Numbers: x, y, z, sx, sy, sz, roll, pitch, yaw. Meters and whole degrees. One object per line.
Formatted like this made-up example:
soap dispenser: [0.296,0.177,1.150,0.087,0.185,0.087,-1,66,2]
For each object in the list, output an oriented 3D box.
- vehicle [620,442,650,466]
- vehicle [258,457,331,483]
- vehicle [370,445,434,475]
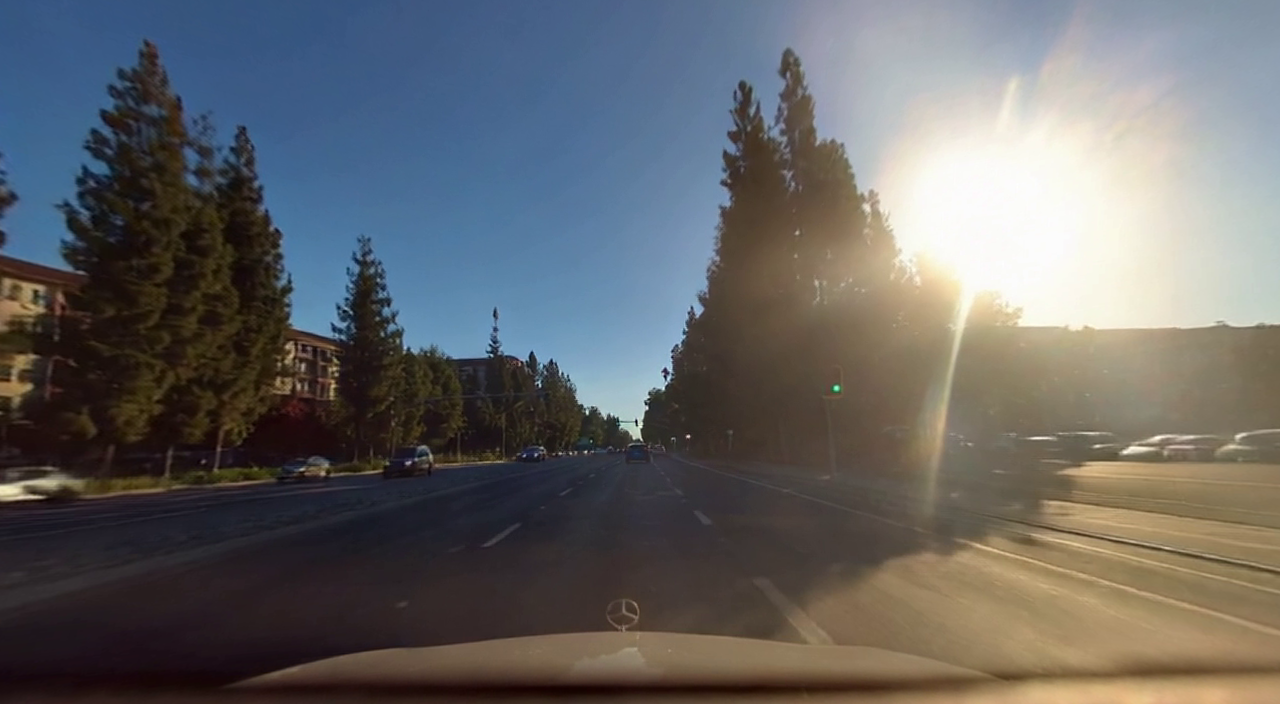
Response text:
vehicle: [-0.358,7.872,48.776,2.174,1.703,4.231,0,-9,0]
vehicle: [-21.499,7.328,39.517,1.875,1.499,4.569,0,-9,1]
vehicle: [-14.935,6.787,39.896,2.083,1.795,4.880,0,-9,1]
